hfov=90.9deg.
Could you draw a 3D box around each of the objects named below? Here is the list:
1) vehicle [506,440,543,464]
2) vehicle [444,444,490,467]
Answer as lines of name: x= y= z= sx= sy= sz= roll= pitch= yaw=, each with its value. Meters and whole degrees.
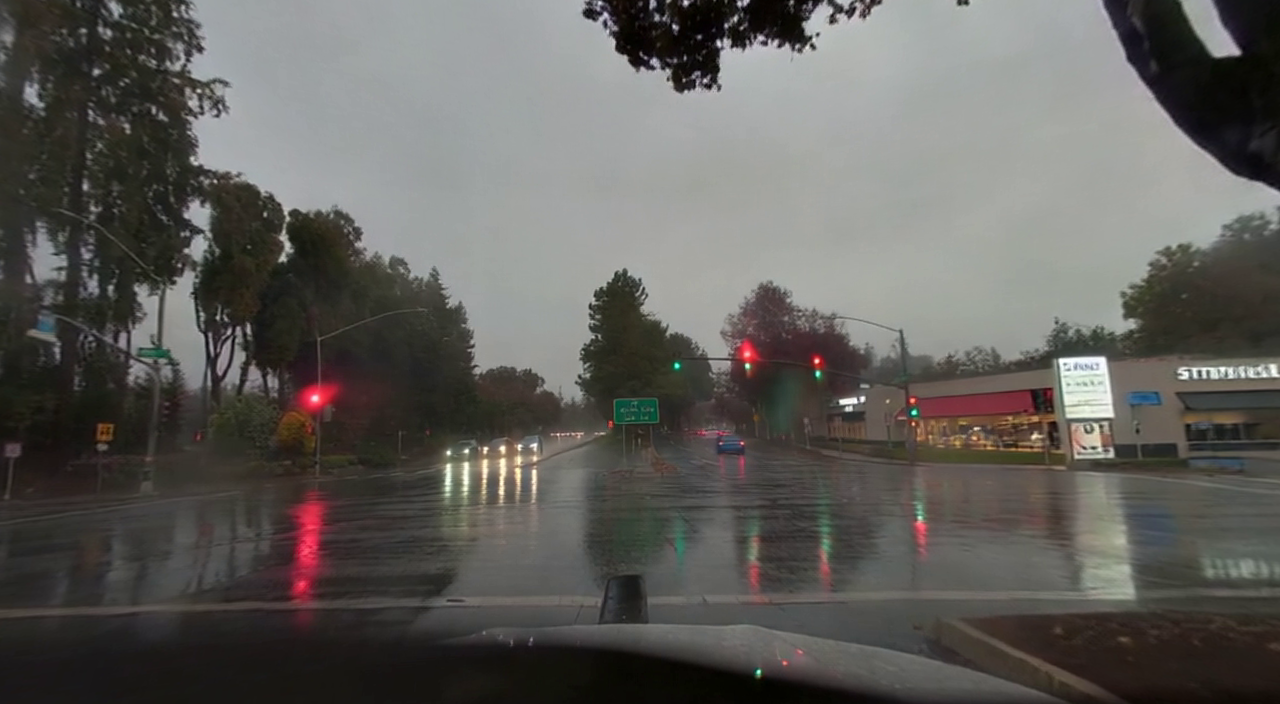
vehicle: x=-7.984 y=6.985 z=44.042 sx=1.920 sy=1.546 sz=4.086 roll=0 pitch=-9 yaw=-2
vehicle: x=-11.688 y=7.030 z=42.913 sx=2.111 sy=1.499 sz=4.371 roll=0 pitch=-9 yaw=-3
